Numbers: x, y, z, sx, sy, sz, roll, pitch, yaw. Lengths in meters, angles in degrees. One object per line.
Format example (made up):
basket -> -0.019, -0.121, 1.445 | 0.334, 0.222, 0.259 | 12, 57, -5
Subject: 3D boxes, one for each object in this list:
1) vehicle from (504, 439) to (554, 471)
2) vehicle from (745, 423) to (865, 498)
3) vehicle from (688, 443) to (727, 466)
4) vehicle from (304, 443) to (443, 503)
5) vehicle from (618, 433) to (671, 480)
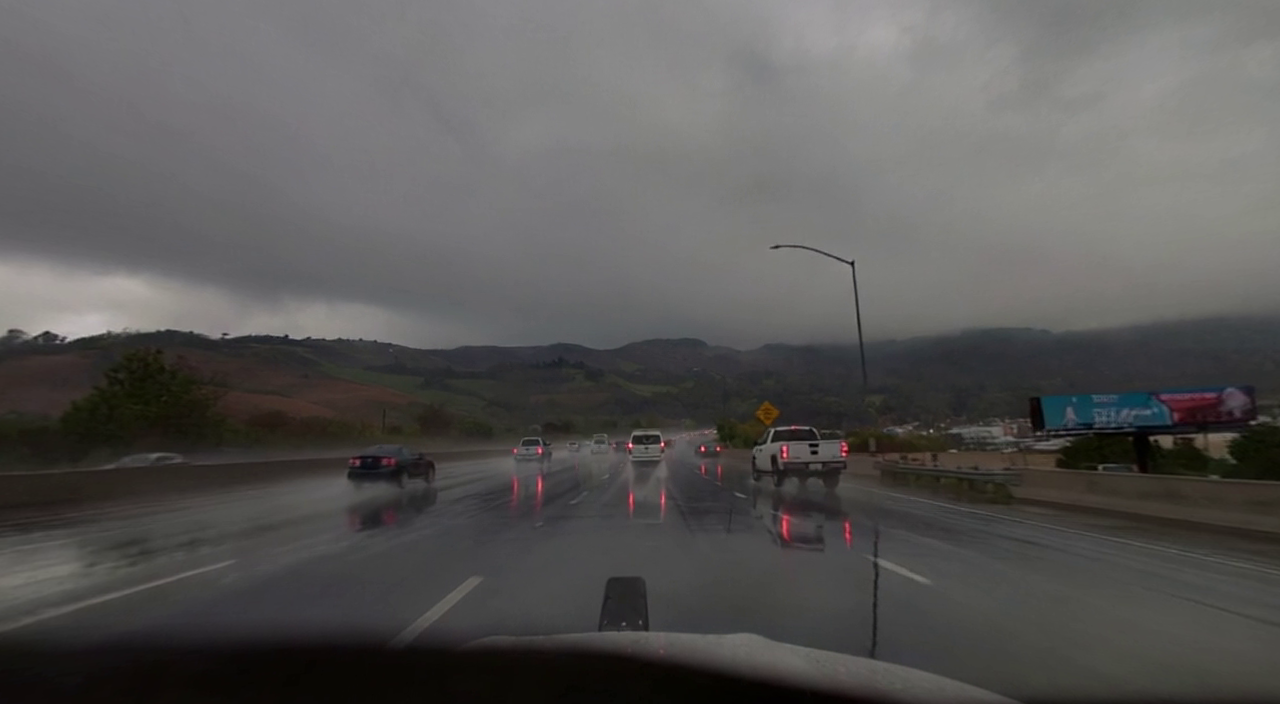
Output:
vehicle -> -6.735, 6.304, 38.894 | 2.160, 1.799, 5.001 | 0, -8, 0
vehicle -> 4.511, 3.049, 18.119 | 2.029, 1.859, 4.669 | 0, -8, -2
vehicle -> 4.450, 6.856, 42.282 | 1.998, 1.456, 4.338 | 0, -8, -2
vehicle -> -7.502, 3.416, 18.388 | 1.916, 1.482, 4.908 | 0, -8, 0
vehicle -> 0.159, 4.366, 26.579 | 2.052, 1.808, 3.898 | 0, -8, -1
